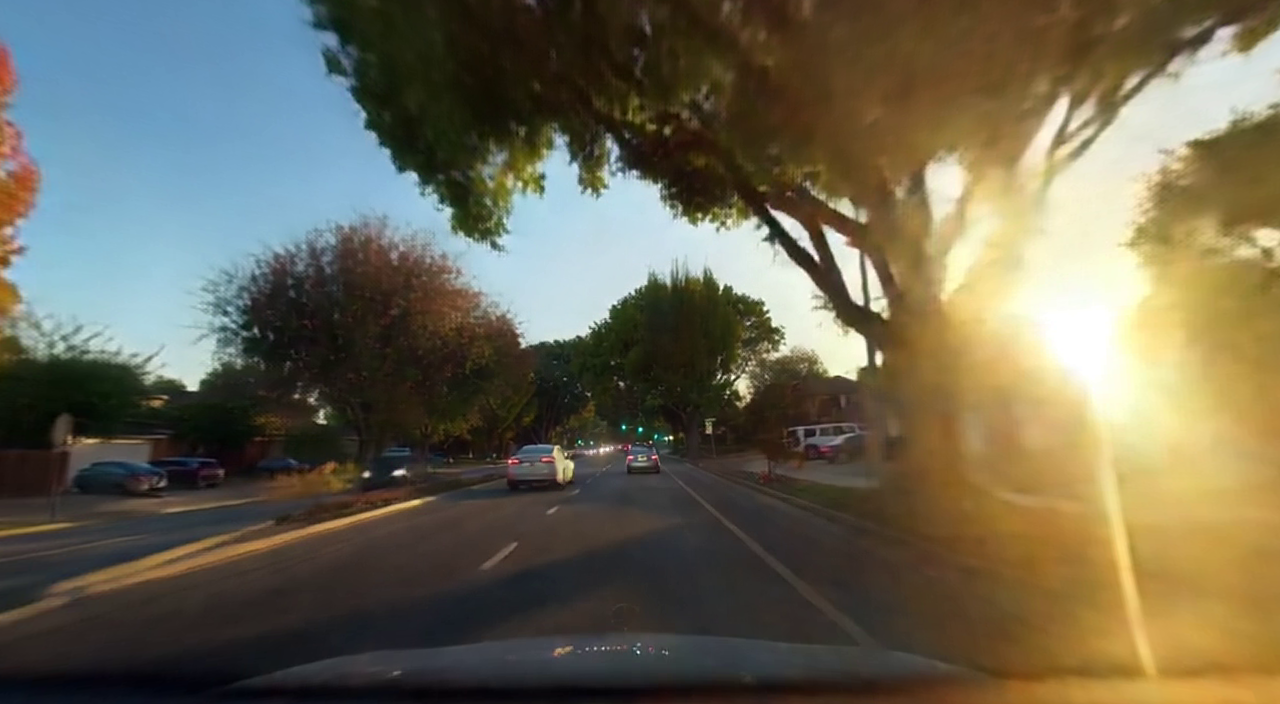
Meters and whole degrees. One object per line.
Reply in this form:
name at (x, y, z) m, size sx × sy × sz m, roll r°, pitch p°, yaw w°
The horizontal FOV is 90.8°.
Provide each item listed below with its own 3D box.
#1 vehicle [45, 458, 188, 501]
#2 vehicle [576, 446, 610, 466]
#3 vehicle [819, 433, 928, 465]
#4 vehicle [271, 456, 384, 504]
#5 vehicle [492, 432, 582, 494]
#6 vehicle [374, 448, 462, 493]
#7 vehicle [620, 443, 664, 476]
vehicle at (-22.088, 5.357, 26.776) m, size 4.203 × 1.693 × 2.072 m, roll 0°, pitch -8°, yaw 2°
vehicle at (-3.662, 8.148, 49.678) m, size 2.268 × 1.522 × 4.350 m, roll 0°, pitch -8°, yaw 1°
vehicle at (11.324, 4.722, 30.851) m, size 4.573 × 1.461 × 1.867 m, roll 0°, pitch -8°, yaw -1°
vehicle at (-11.604, 4.756, 23.889) m, size 1.970 × 1.554 × 4.401 m, roll 0°, pitch -8°, yaw 1°
vehicle at (-3.191, 3.567, 20.617) m, size 2.157 × 1.771 × 4.452 m, roll 0°, pitch -8°, yaw 1°
vehicle at (-8.917, 4.758, 25.779) m, size 2.192 × 1.516 × 3.995 m, roll -3°, pitch -8°, yaw -1°
vehicle at (0.088, 5.342, 31.694) m, size 2.062 × 1.518 × 3.901 m, roll 0°, pitch -8°, yaw 0°
